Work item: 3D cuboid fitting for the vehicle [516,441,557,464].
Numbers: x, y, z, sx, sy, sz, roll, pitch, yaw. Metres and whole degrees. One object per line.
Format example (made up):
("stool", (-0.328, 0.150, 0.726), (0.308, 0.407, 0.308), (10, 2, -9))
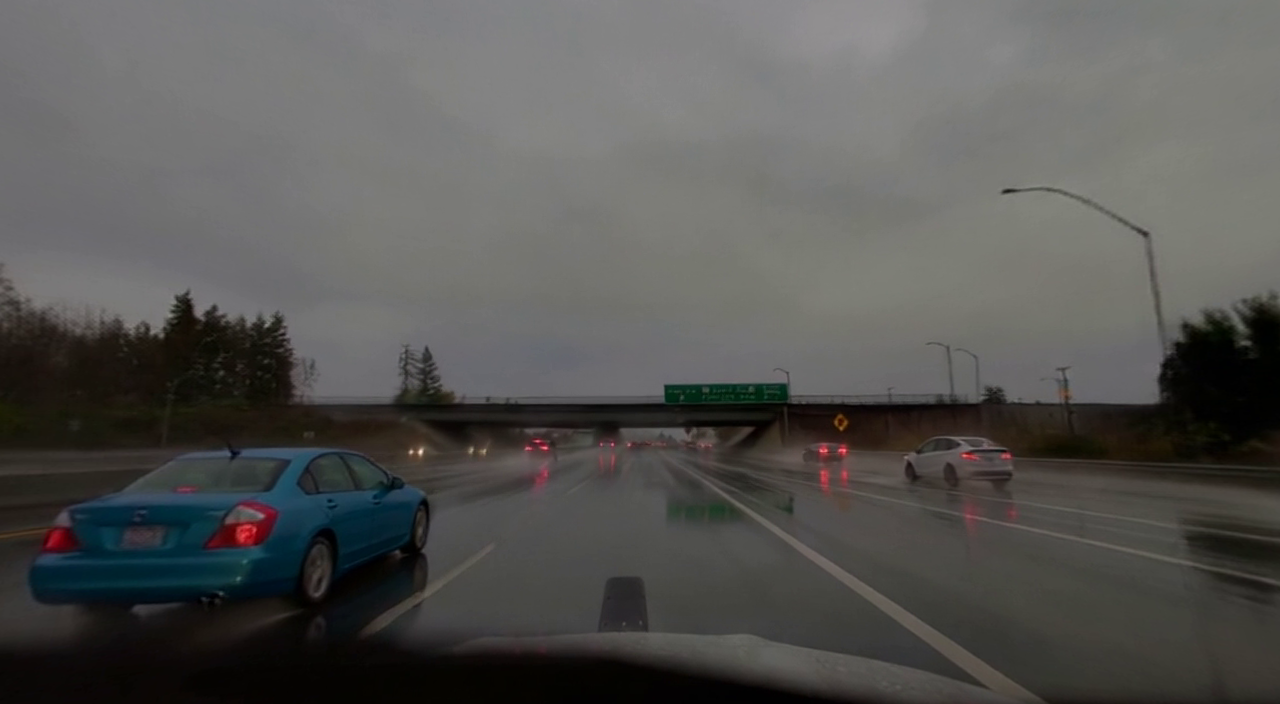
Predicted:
("vehicle", (-6.973, 6.833, 42.991), (1.987, 1.486, 4.174), (0, -8, 2))

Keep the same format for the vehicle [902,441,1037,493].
("vehicle", (10.597, 3.688, 20.696), (2.000, 1.515, 4.188), (0, -8, -3))

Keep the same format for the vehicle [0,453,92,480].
("vehicle", (-37.182, 7.075, 39.198), (1.896, 1.458, 4.710), (-1, -8, 2))

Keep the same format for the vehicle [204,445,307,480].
("vehicle", (-17.469, 5.007, 28.957), (1.849, 1.463, 4.400), (0, -8, 2))
